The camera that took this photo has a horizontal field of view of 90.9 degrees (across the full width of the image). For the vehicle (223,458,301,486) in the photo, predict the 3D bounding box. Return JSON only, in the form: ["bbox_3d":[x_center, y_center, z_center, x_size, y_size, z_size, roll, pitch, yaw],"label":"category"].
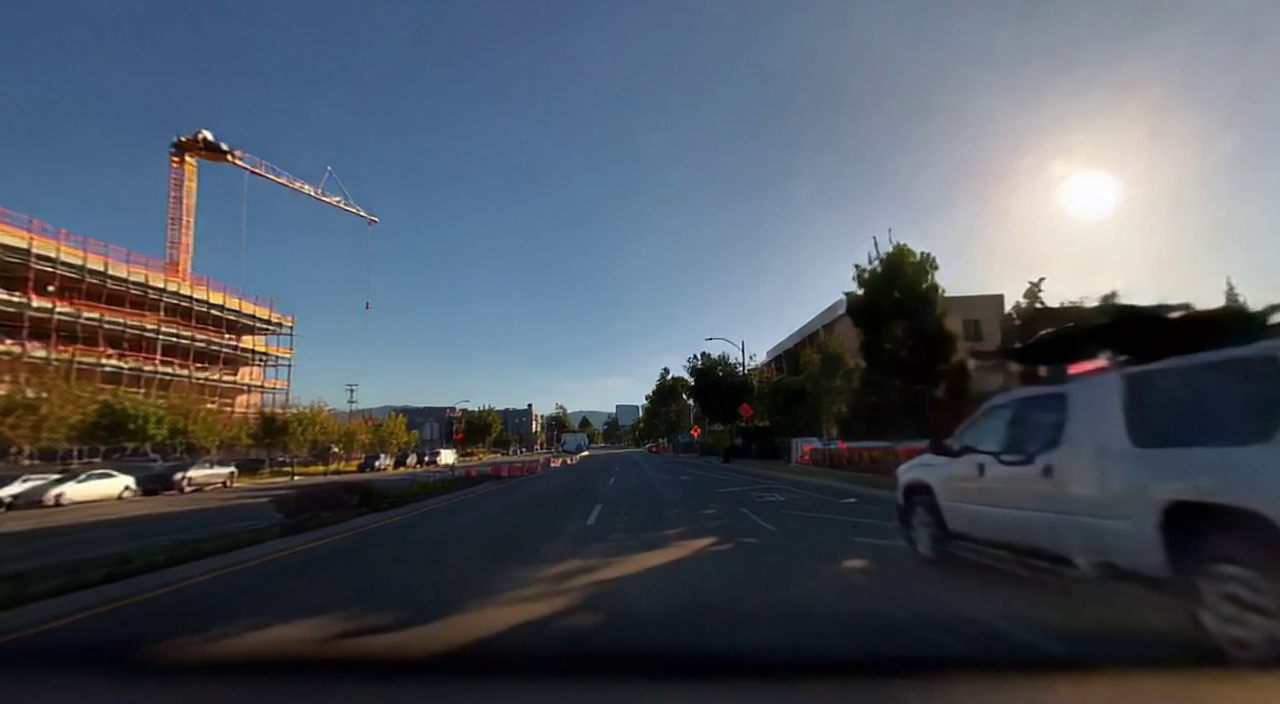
[{"bbox_3d":[-22.195,7.039,37.254,1.863,1.470,4.526,0,-8,-1],"label":"vehicle"}]

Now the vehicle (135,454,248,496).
[{"bbox_3d":[-21.847,5.971,31.028,1.941,1.743,5.264,0,-8,-4],"label":"vehicle"}]

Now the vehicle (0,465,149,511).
[{"bbox_3d":[-21.755,5.200,24.515,1.746,1.447,4.448,0,-8,-1],"label":"vehicle"}]

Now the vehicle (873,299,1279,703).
[{"bbox_3d":[4.132,0.924,3.875,2.660,1.980,6.934,0,-8,-1],"label":"vehicle"}]
